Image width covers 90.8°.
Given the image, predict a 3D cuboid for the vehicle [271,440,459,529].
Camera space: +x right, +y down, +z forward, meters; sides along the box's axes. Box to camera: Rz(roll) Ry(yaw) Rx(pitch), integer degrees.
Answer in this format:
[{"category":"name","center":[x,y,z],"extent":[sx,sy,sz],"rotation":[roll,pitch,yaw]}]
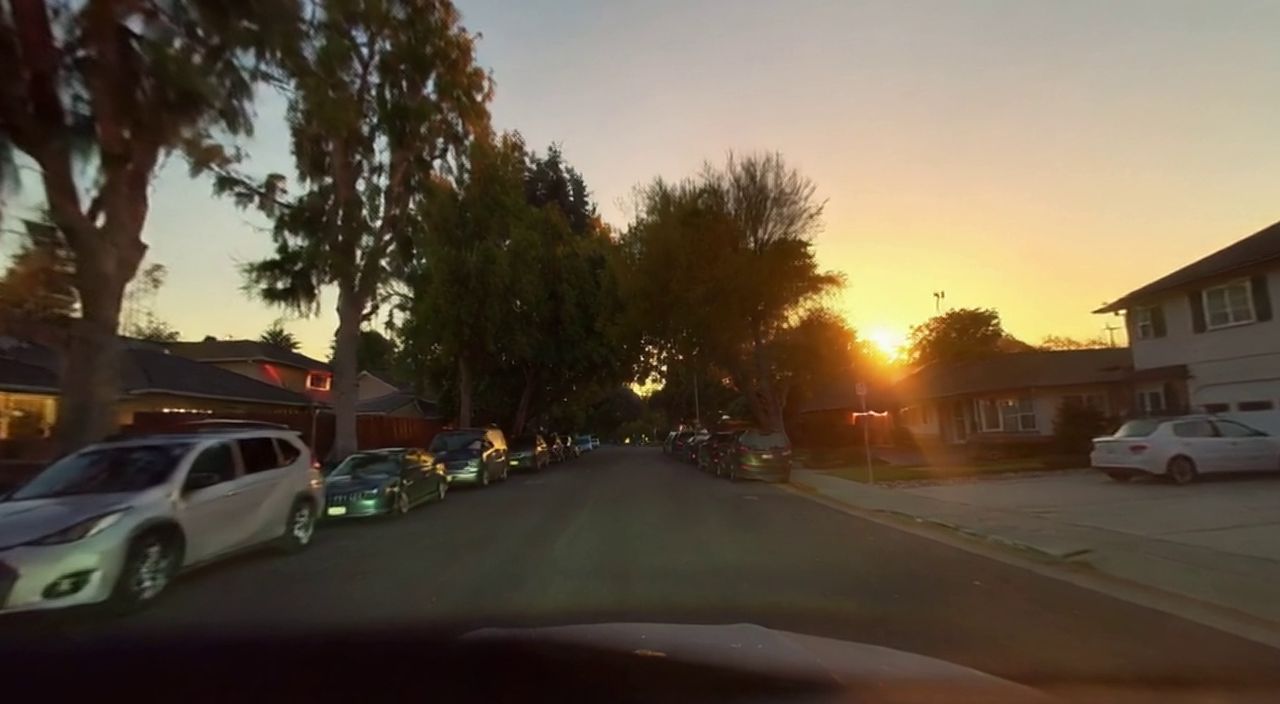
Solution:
[{"category":"vehicle","center":[-5.275,2.549,12.927],"extent":[1.858,1.456,4.587],"rotation":[0,-8,-1]}]

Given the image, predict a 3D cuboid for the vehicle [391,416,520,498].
[{"category":"vehicle","center":[-5.352,3.127,19.291],"extent":[2.390,2.123,5.371],"rotation":[0,-8,-1]}]

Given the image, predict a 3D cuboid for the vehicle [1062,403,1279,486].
[{"category":"vehicle","center":[11.381,1.858,12.768],"extent":[4.336,1.520,1.876],"rotation":[0,-8,-2]}]

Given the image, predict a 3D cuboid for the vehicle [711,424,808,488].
[{"category":"vehicle","center":[3.498,3.135,19.478],"extent":[1.994,1.710,4.699],"rotation":[0,-8,-1]}]

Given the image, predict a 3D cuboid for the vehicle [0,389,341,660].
[{"category":"vehicle","center":[-5.299,1.507,6.746],"extent":[2.042,1.850,4.758],"rotation":[0,-8,-3]}]
